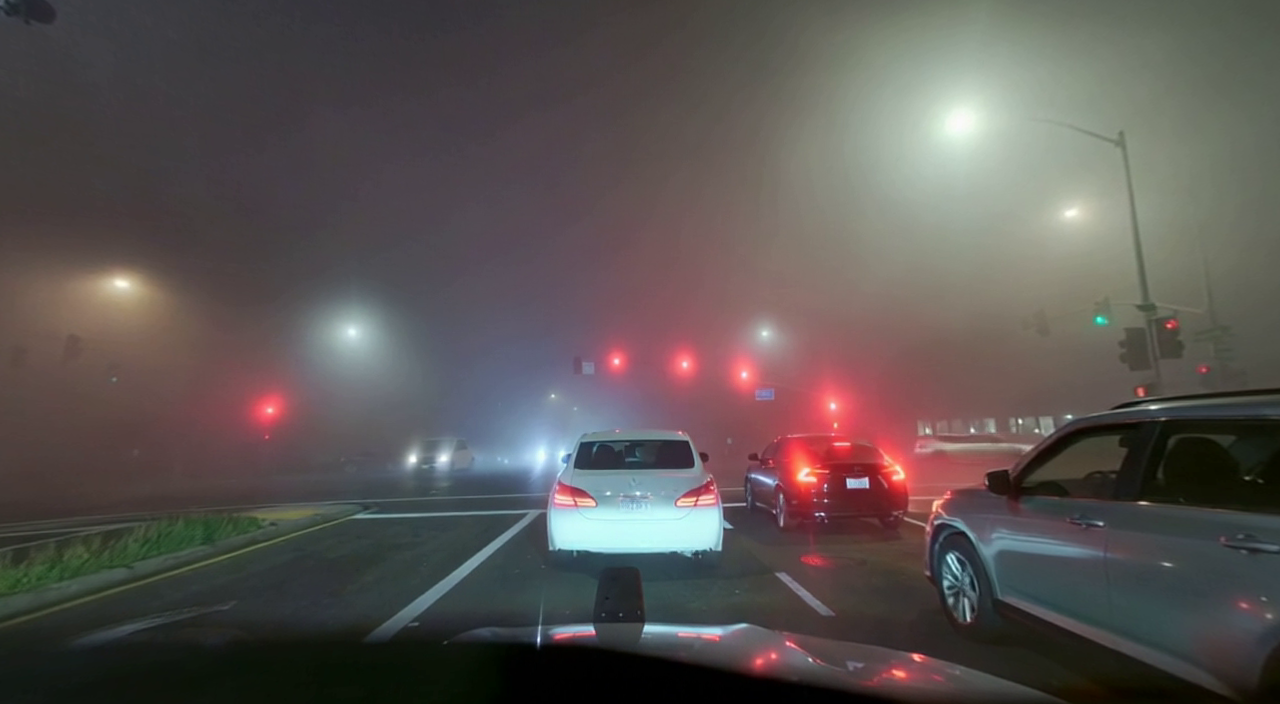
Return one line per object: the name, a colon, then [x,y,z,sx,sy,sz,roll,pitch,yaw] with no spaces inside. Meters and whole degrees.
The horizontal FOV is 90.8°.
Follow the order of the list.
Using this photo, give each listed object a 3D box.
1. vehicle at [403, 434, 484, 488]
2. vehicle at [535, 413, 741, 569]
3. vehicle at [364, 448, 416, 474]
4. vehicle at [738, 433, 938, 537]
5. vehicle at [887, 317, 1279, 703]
vehicle: [-7.576,4.096,24.107,2.021,1.837,4.448,5,-10,-28]
vehicle: [-0.075,1.782,8.797,2.188,1.637,4.027,0,-8,-2]
vehicle: [-18.840,8.202,47.871,2.026,1.836,4.726,0,-8,0]
vehicle: [3.148,2.210,11.182,2.001,1.463,4.398,0,-8,-2]
vehicle: [3.008,0.865,2.698,2.103,1.701,4.294,0,-8,-1]
